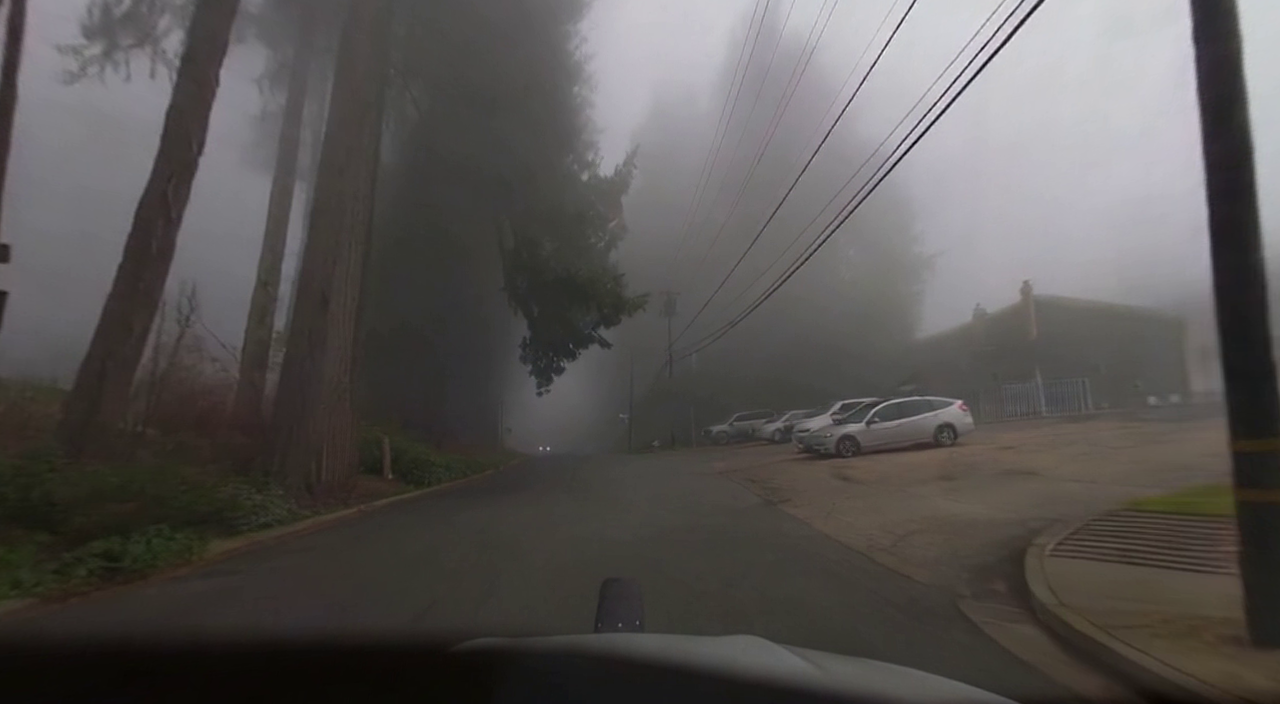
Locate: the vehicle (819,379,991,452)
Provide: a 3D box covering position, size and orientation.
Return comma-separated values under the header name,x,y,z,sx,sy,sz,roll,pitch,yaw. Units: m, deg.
name,x,y,z,sx,sy,sz,roll,pitch,yaw
vehicle,8.012,1.986,19.104,4.780,1.984,1.896,3,-9,-23
